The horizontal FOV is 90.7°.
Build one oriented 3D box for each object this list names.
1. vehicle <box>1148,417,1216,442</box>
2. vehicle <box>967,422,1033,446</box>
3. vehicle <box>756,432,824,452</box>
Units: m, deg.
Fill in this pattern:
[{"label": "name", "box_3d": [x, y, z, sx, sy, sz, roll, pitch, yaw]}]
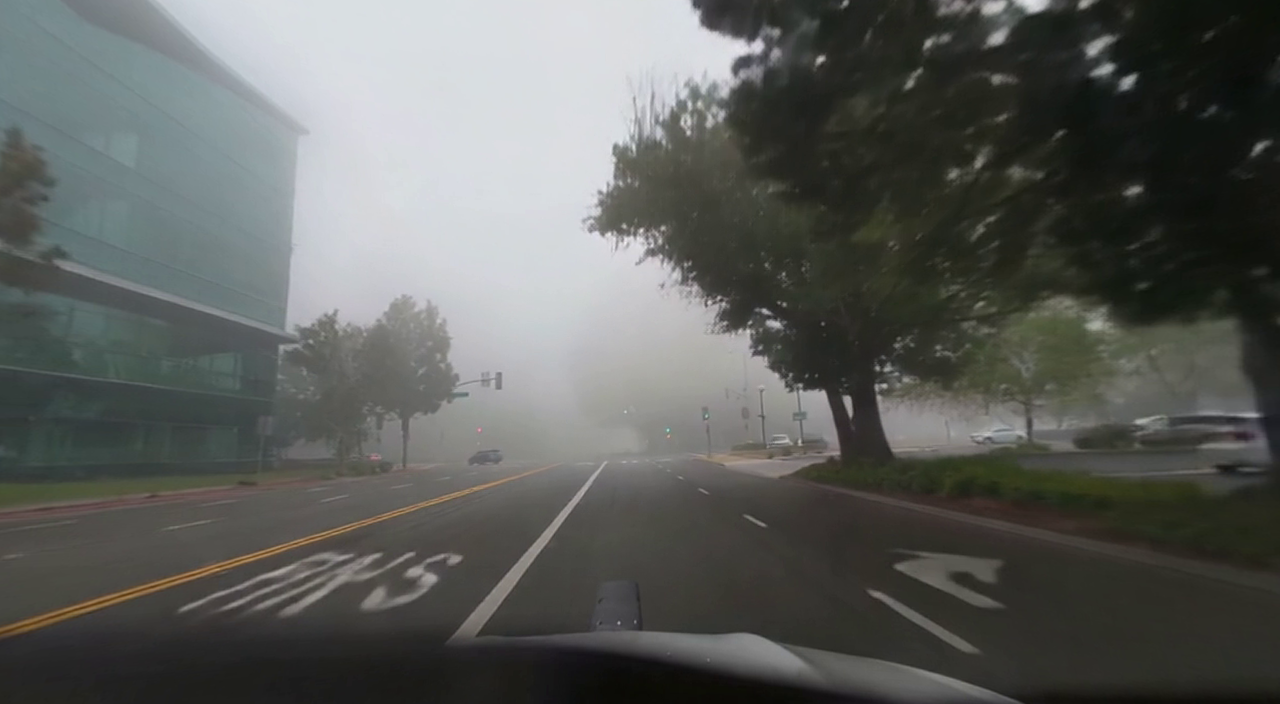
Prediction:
[{"label": "vehicle", "box_3d": [36.917, 5.269, 43.204, 1.675, 1.498, 3.589, 1, -4, 3]}, {"label": "vehicle", "box_3d": [24.225, 5.588, 42.739, 1.859, 1.453, 4.076, 0, -9, -2]}, {"label": "vehicle", "box_3d": [11.575, 6.958, 49.067, 4.670, 1.476, 2.042, 0, -8, -1]}]
